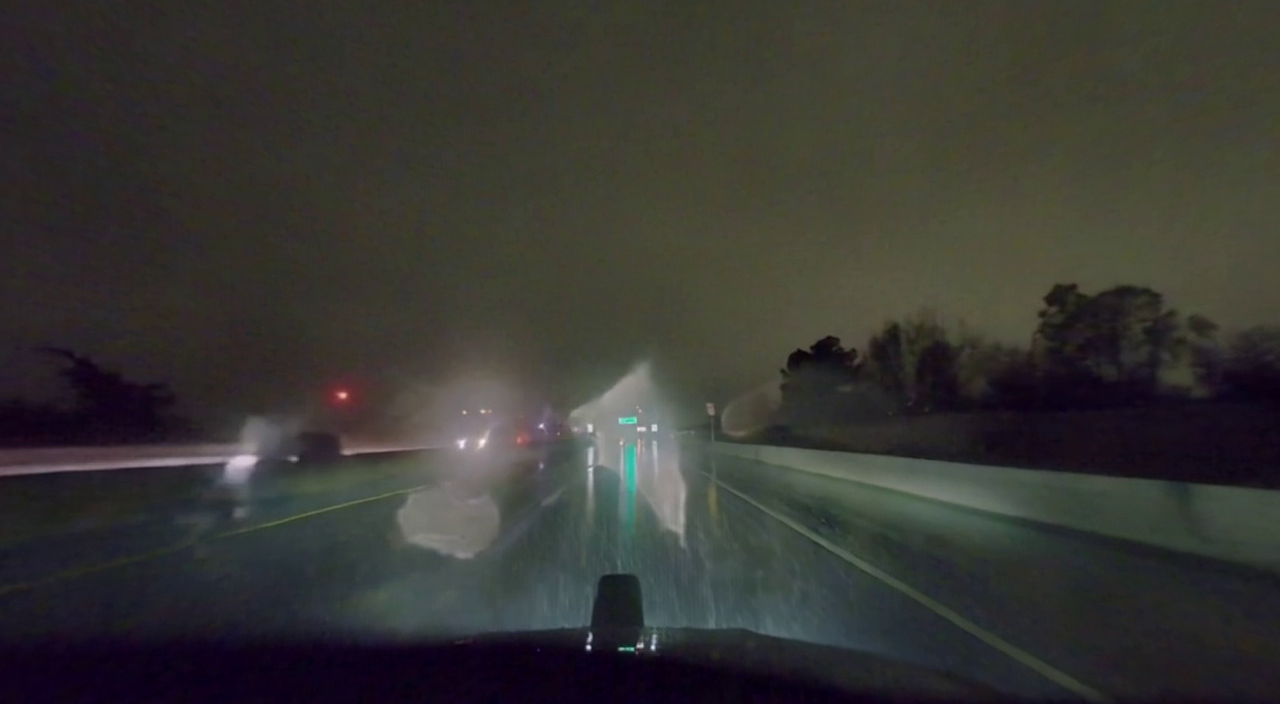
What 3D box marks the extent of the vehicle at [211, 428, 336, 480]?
[{"bbox_3d":[-12.607,3.506,21.991,1.916,1.646,4.122,0,-8,-1],"label":"vehicle"}]
